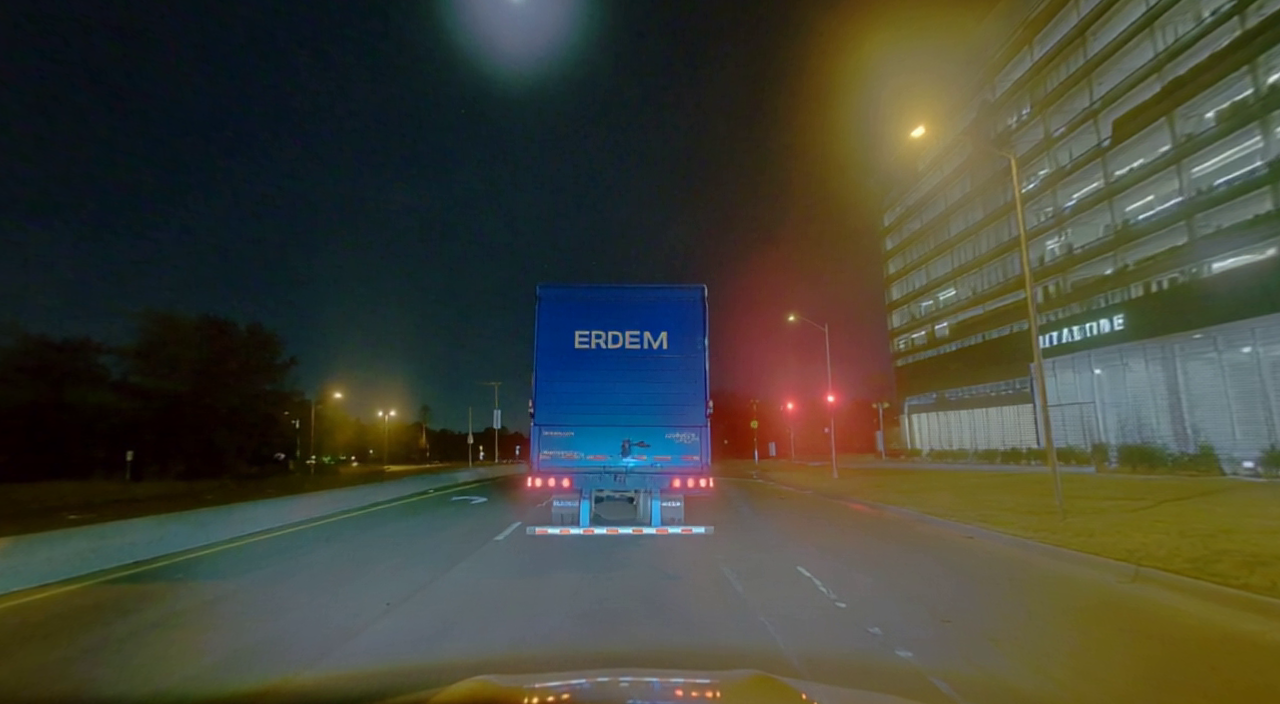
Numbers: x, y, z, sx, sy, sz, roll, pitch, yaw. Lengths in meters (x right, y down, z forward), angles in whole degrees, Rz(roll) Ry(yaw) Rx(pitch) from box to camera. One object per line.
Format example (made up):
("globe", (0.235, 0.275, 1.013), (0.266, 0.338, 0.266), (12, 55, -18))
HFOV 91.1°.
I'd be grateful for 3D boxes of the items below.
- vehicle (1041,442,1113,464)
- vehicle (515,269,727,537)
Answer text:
("vehicle", (31.351, 7.218, 45.182), (1.652, 1.423, 3.797), (5, -9, -35))
("vehicle", (-0.212, 1.286, 13.411), (2.876, 3.724, 9.351), (0, -8, 1))
